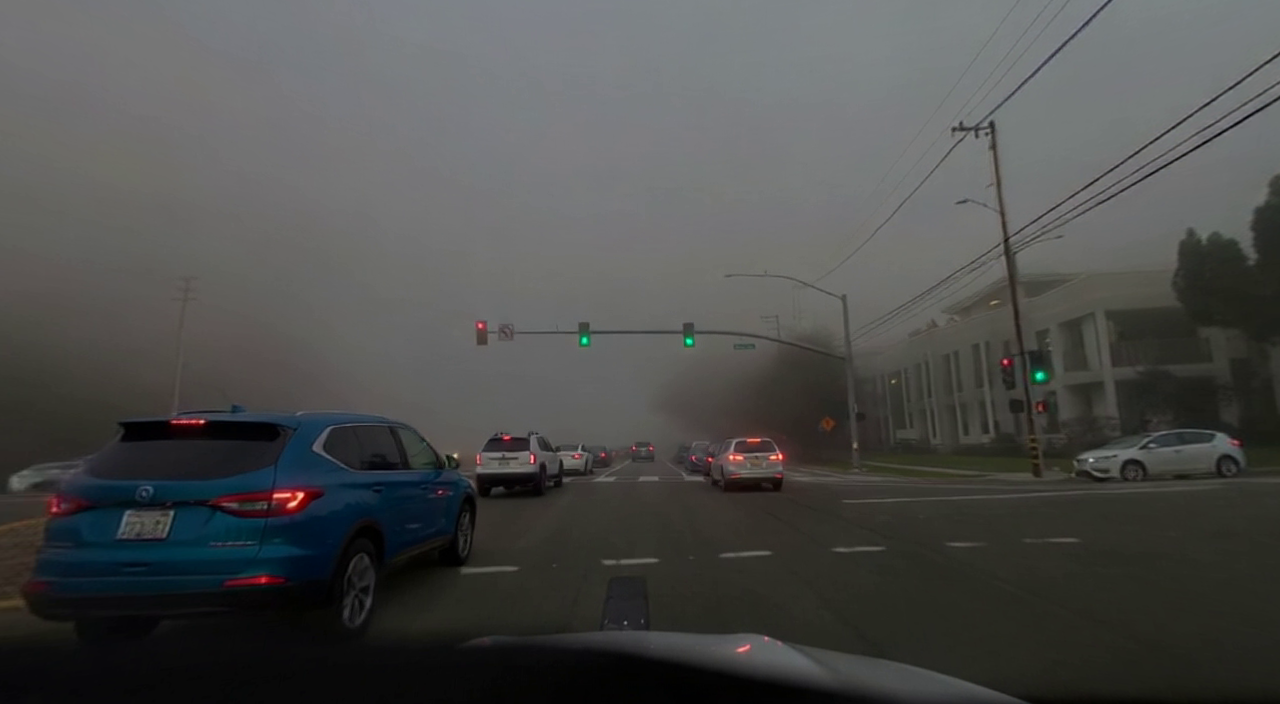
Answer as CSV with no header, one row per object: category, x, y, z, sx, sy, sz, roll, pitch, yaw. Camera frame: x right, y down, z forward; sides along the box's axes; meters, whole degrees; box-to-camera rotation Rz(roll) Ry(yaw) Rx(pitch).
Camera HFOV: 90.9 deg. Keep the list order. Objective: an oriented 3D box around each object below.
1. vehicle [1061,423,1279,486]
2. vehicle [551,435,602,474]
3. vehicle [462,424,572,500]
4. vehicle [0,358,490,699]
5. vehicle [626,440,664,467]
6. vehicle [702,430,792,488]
vehicle,14.323,2.789,17.234,4.119,1.574,2.028,-2,-9,13
vehicle,-2.938,4.846,29.955,1.900,1.677,4.128,-1,-8,1
vehicle,-3.116,2.889,16.941,1.958,1.744,4.315,-1,-8,1
vehicle,-2.960,1.229,5.489,2.127,1.754,4.287,-1,-8,2
vehicle,0.306,6.167,38.530,2.185,1.515,4.215,0,-8,1
vehicle,3.492,3.584,21.479,2.201,1.734,4.564,0,-8,-1
